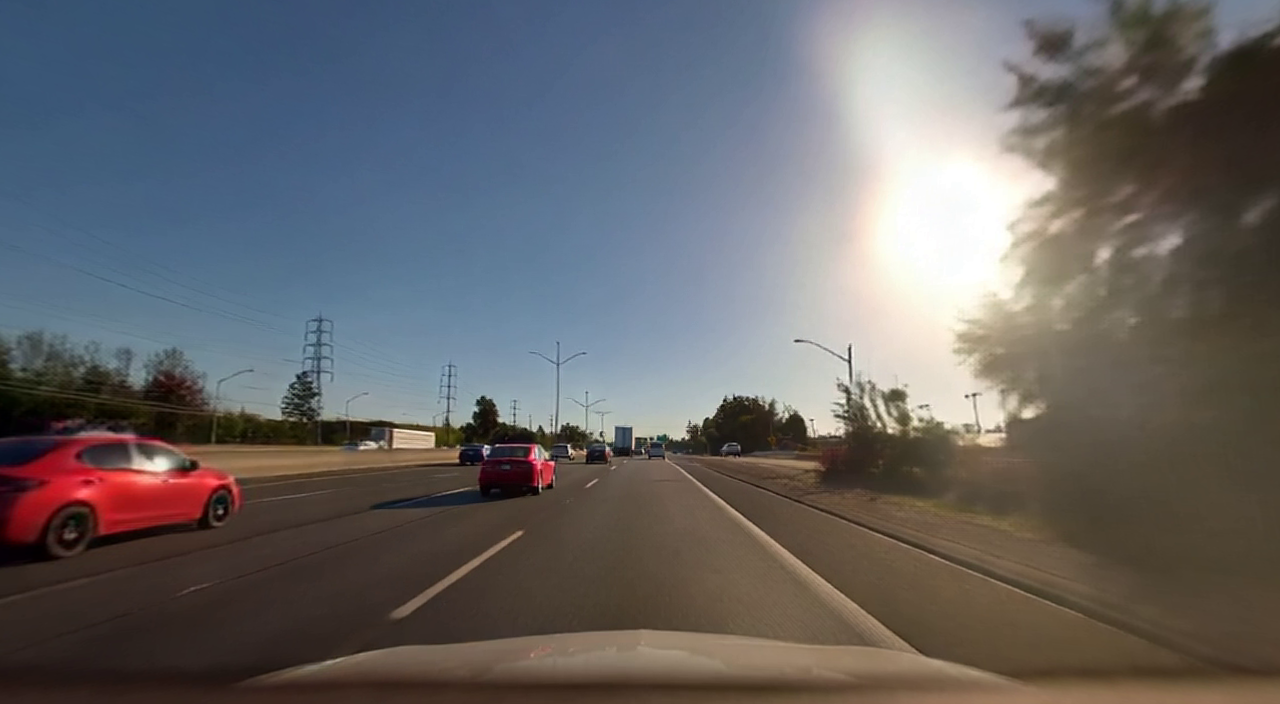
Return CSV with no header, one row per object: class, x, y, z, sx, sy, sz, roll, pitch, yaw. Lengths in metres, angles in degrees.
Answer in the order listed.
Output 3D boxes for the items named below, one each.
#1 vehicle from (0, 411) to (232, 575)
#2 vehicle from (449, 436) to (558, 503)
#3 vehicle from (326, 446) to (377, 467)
vehicle,-7.603,1.677,7.956,1.970,1.682,4.297,0,-8,1
vehicle,-3.403,2.988,16.440,1.953,1.511,3.704,0,-8,1
vehicle,-20.448,7.410,44.851,1.700,1.449,3.785,-1,-8,2
